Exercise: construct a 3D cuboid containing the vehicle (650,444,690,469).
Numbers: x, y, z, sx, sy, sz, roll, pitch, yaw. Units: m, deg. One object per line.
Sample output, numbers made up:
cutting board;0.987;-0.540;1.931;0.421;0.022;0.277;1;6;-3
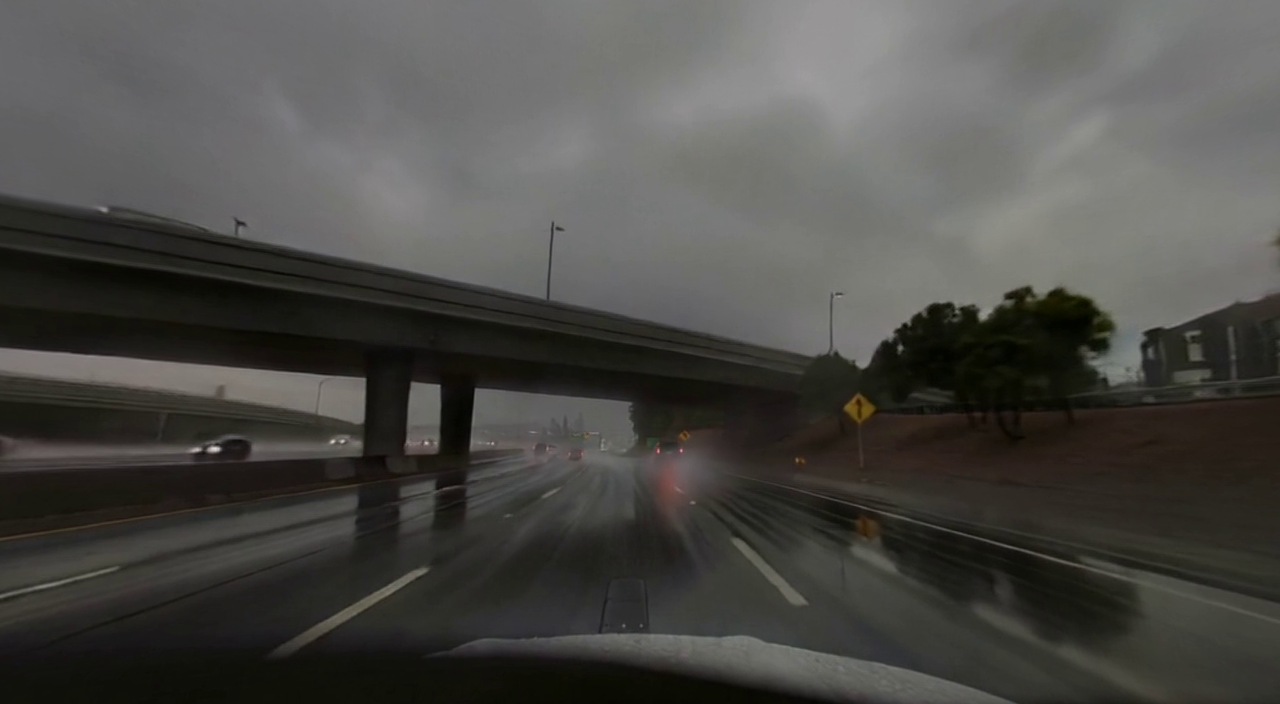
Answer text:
vehicle;1.851;6.689;40.586;2.059;1.509;4.670;0;-8;-4
